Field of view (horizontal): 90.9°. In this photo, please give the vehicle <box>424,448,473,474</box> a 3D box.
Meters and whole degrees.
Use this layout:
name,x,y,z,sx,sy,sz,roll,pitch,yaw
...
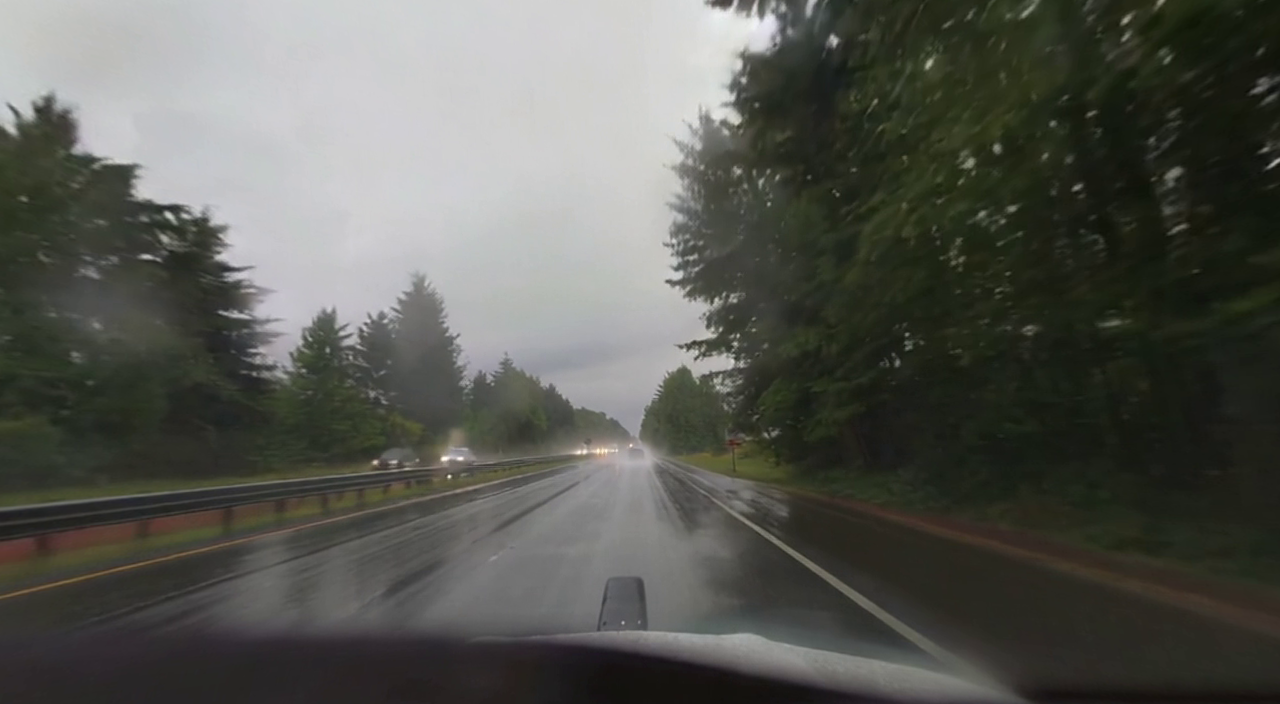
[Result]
name,x,y,z,sx,sy,sz,roll,pitch,yaw
vehicle,-13.510,7.688,44.704,1.999,1.676,4.634,0,-9,0

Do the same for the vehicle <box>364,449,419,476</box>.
name,x,y,z,sx,sy,sz,roll,pitch,yaw
vehicle,-17.428,7.758,44.440,1.975,1.761,4.563,0,-9,0
